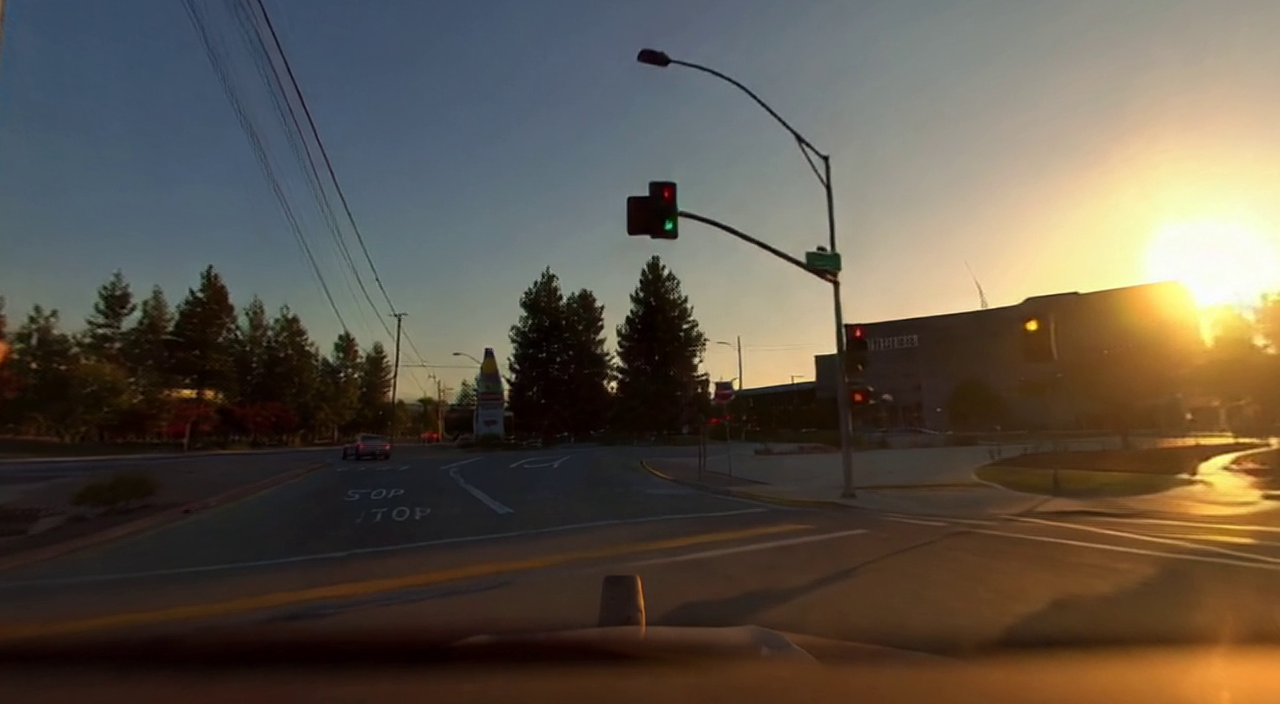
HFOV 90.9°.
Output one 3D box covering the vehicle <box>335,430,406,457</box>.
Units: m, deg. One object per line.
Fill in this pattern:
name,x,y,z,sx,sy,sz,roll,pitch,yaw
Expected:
vehicle,-20.639,7.007,48.168,5.570,1.923,2.336,-6,-10,34
